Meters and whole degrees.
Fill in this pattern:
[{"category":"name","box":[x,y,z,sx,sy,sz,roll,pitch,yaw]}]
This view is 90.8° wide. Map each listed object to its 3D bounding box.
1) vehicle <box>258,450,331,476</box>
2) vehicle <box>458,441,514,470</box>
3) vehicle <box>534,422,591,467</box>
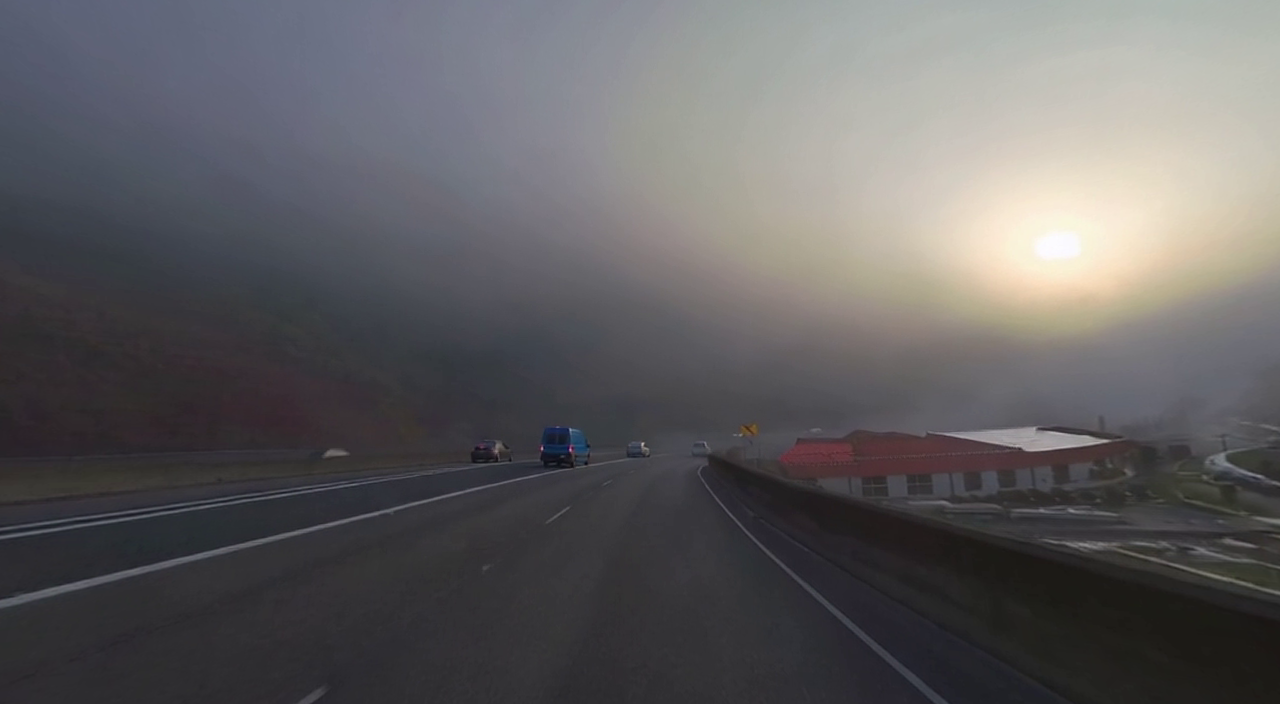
[{"category":"vehicle","box":[-21.298,6.828,39.146,1.866,1.487,4.409,-1,-9,3]},{"category":"vehicle","box":[-8.771,5.944,36.464,1.821,1.524,4.342,-1,-9,5]},{"category":"vehicle","box":[-4.964,6.095,41.559,2.314,2.703,6.441,-1,-9,6]}]
